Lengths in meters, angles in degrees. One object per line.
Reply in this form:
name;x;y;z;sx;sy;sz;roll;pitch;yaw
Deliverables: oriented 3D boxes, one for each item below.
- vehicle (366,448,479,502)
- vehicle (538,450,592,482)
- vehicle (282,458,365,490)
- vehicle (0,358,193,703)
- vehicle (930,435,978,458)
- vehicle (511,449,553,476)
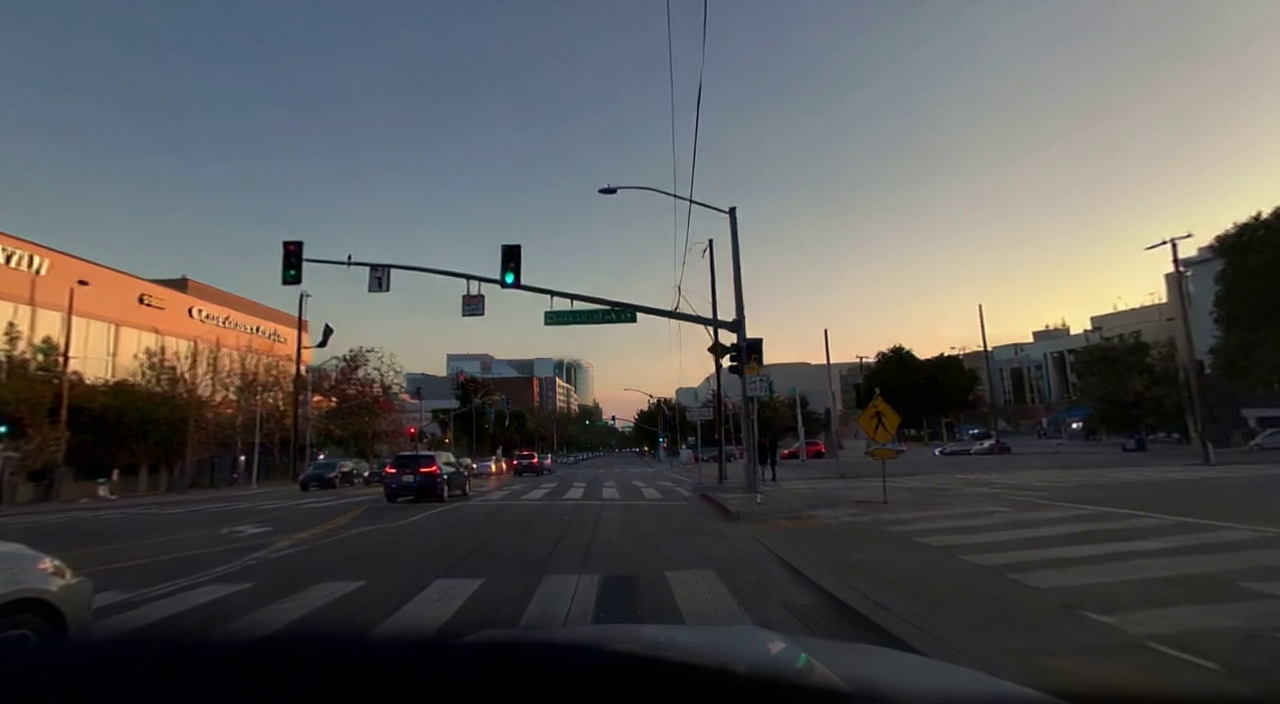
vehicle;-6.711;3.832;20.039;1.960;1.479;4.654;0;-9;0
vehicle;-3.708;5.742;31.944;2.147;1.472;4.406;0;-9;1
vehicle;-16.267;6.272;32.680;2.000;1.527;4.786;1;-9;-3
vehicle;-3.407;0.650;1.013;2.042;1.673;4.516;0;-9;-1
vehicle;24.451;7.355;49.082;1.690;1.559;3.521;4;-7;-6
vehicle;-7.004;7.245;41.264;2.012;1.664;3.917;0;-9;0
